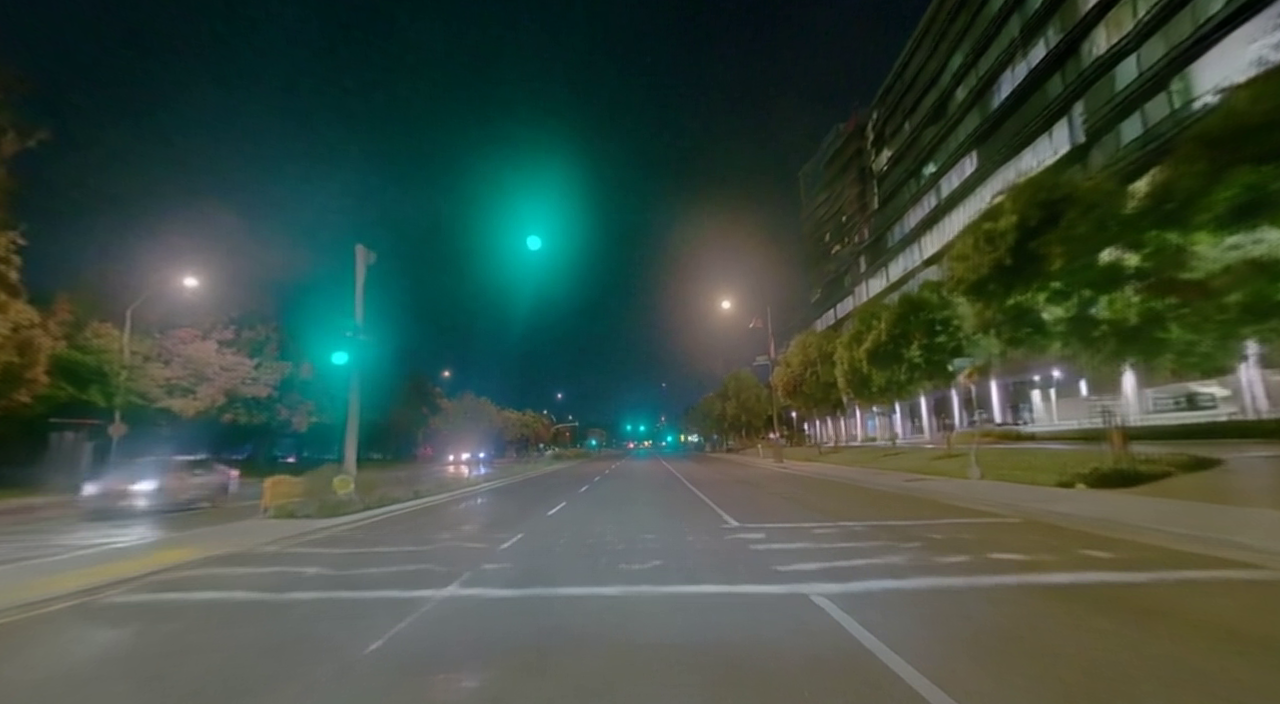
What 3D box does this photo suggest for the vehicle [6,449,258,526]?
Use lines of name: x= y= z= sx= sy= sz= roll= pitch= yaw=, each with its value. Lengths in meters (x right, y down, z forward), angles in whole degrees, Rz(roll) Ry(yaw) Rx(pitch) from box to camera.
vehicle: x=-11.356 y=3.018 z=14.622 sx=2.058 sy=1.453 sz=4.580 roll=0 pitch=-8 yaw=-1

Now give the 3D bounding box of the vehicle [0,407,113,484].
vehicle: x=-30.766 y=4.506 z=30.088 sx=2.818 sy=3.500 sz=8.930 roll=-1 pitch=-8 yaw=3
